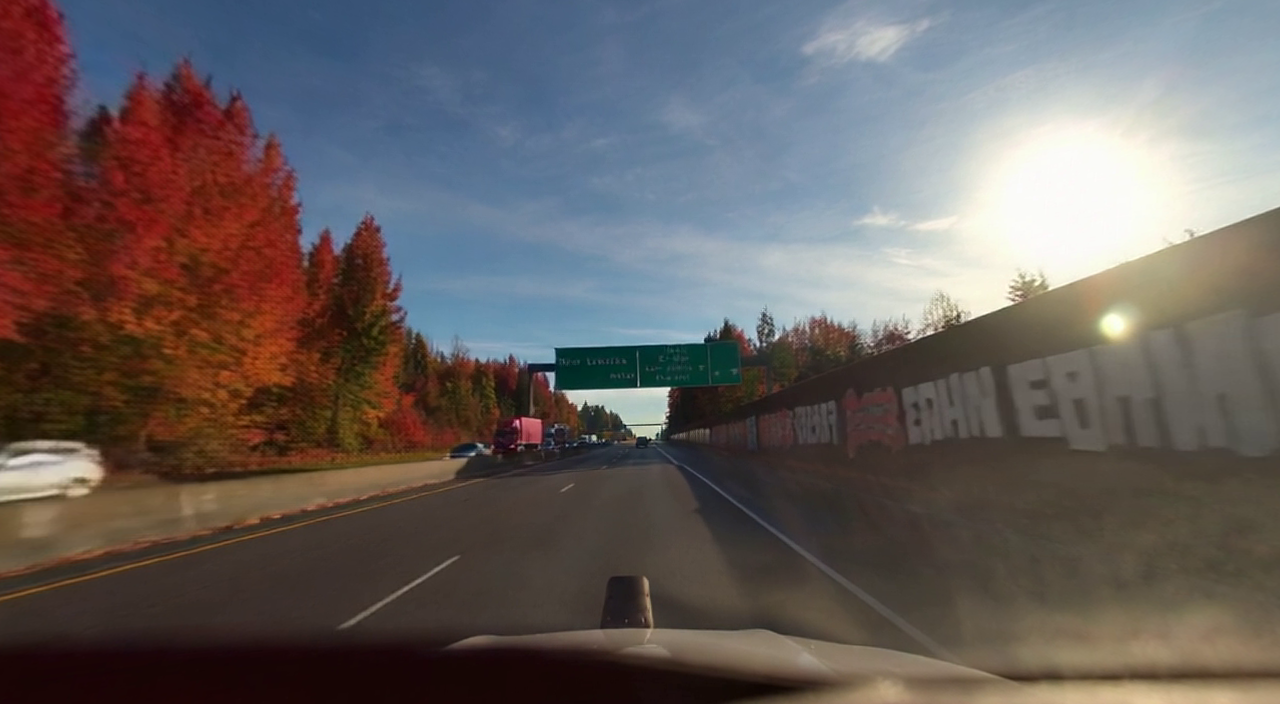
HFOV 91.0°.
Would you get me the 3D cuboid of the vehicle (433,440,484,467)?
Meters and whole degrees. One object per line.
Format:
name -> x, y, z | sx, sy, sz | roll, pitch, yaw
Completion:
vehicle -> -10.660, 5.945, 37.231 | 1.816, 1.494, 3.931 | 0, -8, 0
